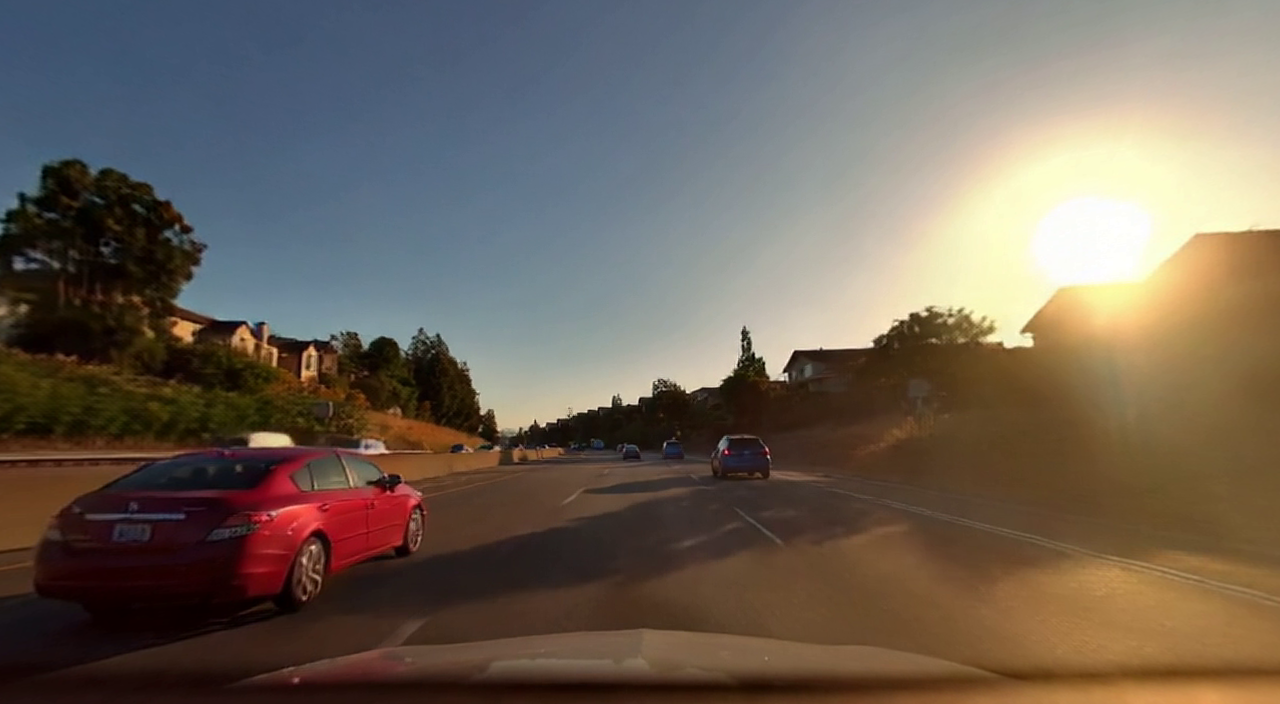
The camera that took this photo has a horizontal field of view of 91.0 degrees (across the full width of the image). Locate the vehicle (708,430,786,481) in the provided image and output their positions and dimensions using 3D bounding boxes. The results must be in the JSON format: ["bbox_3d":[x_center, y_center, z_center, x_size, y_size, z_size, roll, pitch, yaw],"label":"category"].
[{"bbox_3d":[3.810,3.787,23.231,2.092,1.686,4.188,0,-9,-1],"label":"vehicle"}]

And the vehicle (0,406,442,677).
[{"bbox_3d":[-3.597,1.407,5.852,2.036,1.528,4.400,0,-9,0],"label":"vehicle"}]
